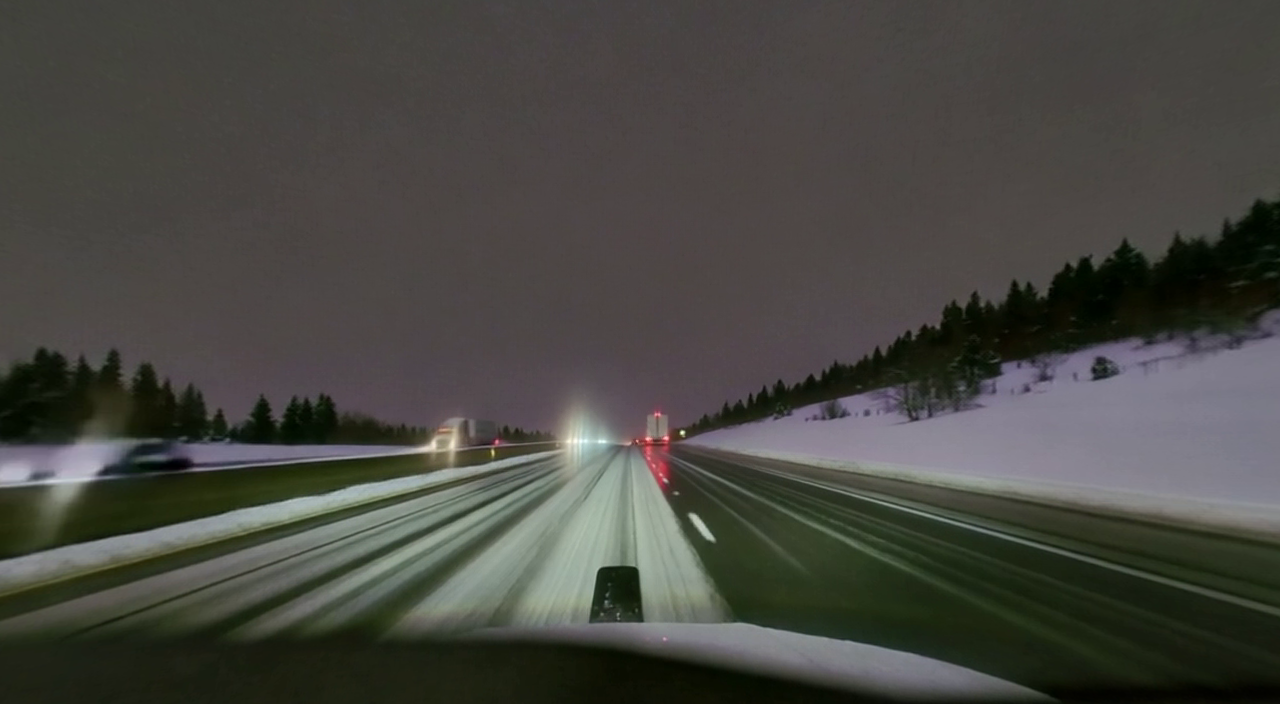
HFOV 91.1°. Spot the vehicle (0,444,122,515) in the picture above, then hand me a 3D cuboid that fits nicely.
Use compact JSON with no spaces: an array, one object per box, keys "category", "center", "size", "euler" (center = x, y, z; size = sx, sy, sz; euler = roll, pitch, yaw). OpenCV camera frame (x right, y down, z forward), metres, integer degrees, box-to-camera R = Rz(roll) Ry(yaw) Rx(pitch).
[{"category":"vehicle","center":[-15.316,3.040,15.207],"size":[1.868,1.545,4.366],"euler":[0,-8,-1]}]
